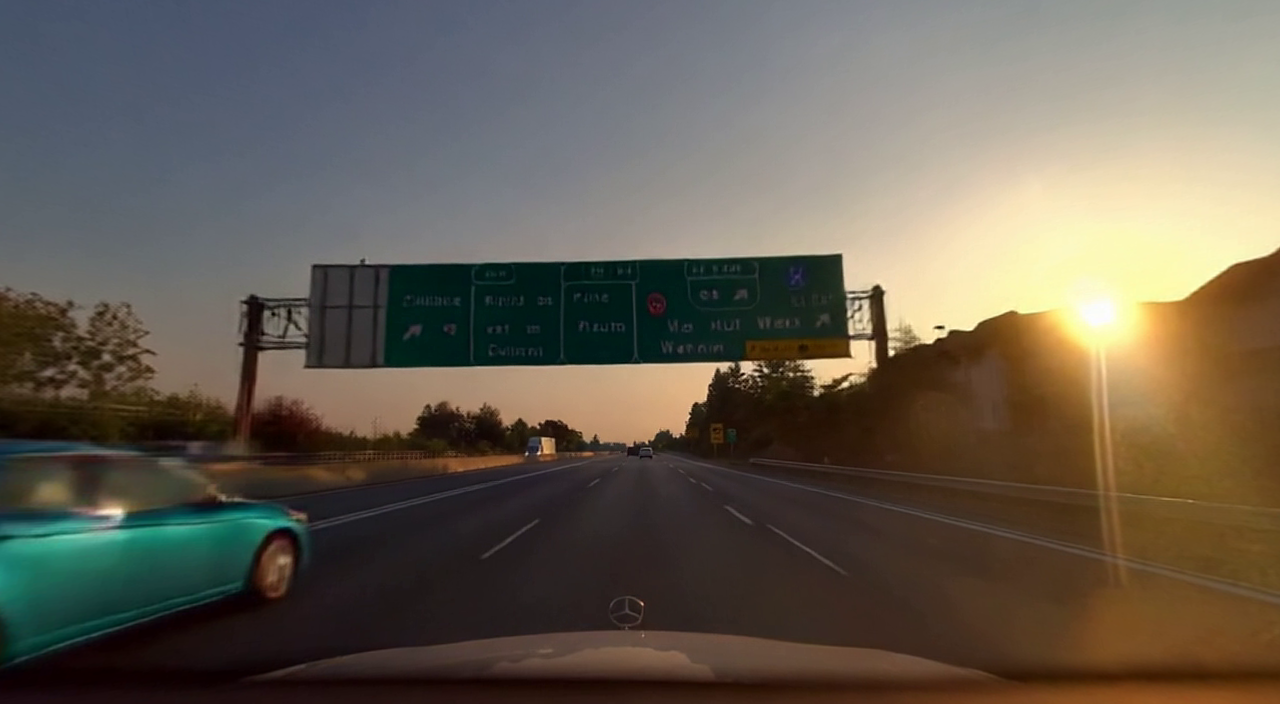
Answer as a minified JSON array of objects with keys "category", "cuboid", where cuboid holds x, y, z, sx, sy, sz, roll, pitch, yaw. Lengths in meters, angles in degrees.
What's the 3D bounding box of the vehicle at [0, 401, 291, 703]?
[{"category":"vehicle","cuboid":[-4.285,1.063,3.352,2.160,1.552,4.592,0,-9,1]}]
